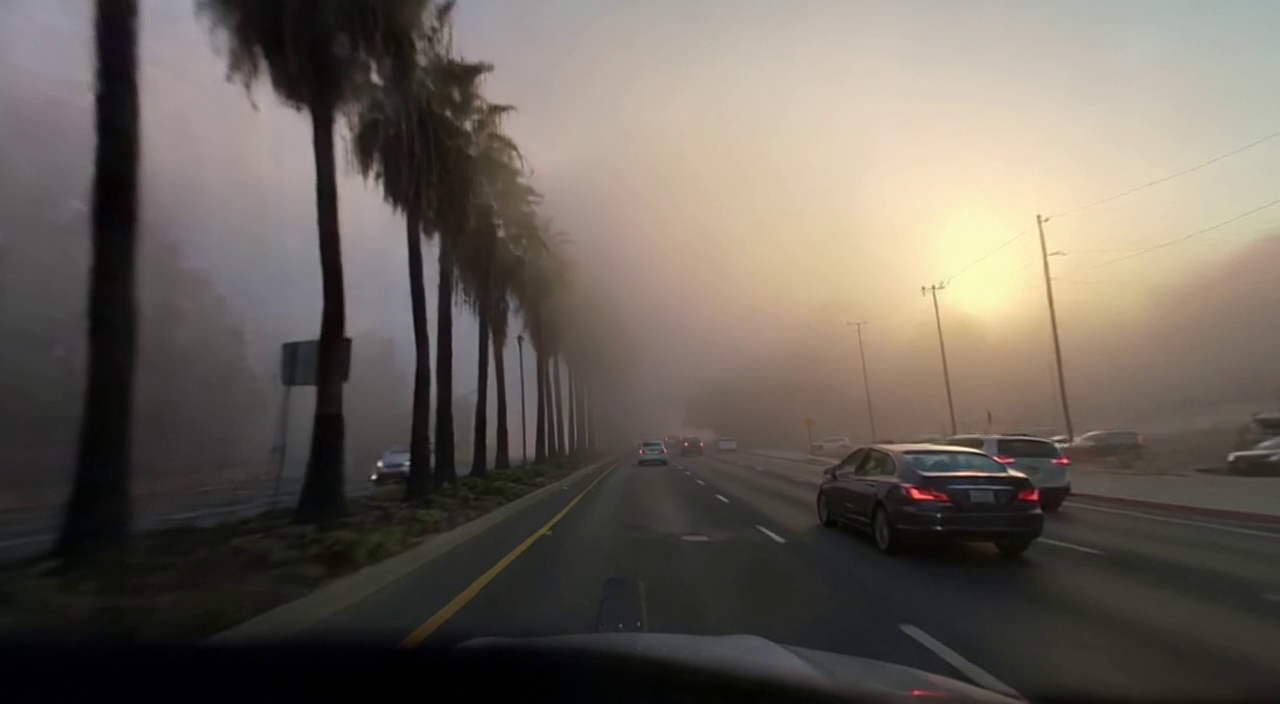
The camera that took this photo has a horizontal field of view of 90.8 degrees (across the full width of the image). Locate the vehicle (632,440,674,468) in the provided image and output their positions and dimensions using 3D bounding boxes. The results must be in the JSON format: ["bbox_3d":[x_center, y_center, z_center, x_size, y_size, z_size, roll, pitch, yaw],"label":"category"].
[{"bbox_3d":[0.644,5.545,34.540,2.031,1.444,4.361,0,-8,-2],"label":"vehicle"}]

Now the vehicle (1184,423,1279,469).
[{"bbox_3d":[27.140,4.096,27.562,2.218,1.864,4.957,0,-8,-2],"label":"vehicle"}]

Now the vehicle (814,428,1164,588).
[{"bbox_3d":[3.846,1.770,8.107,1.875,1.452,4.453,0,-8,-1],"label":"vehicle"}]

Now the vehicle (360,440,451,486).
[{"bbox_3d":[-10.383,4.934,28.464,2.238,1.766,4.710,-3,-8,1],"label":"vehicle"}]
